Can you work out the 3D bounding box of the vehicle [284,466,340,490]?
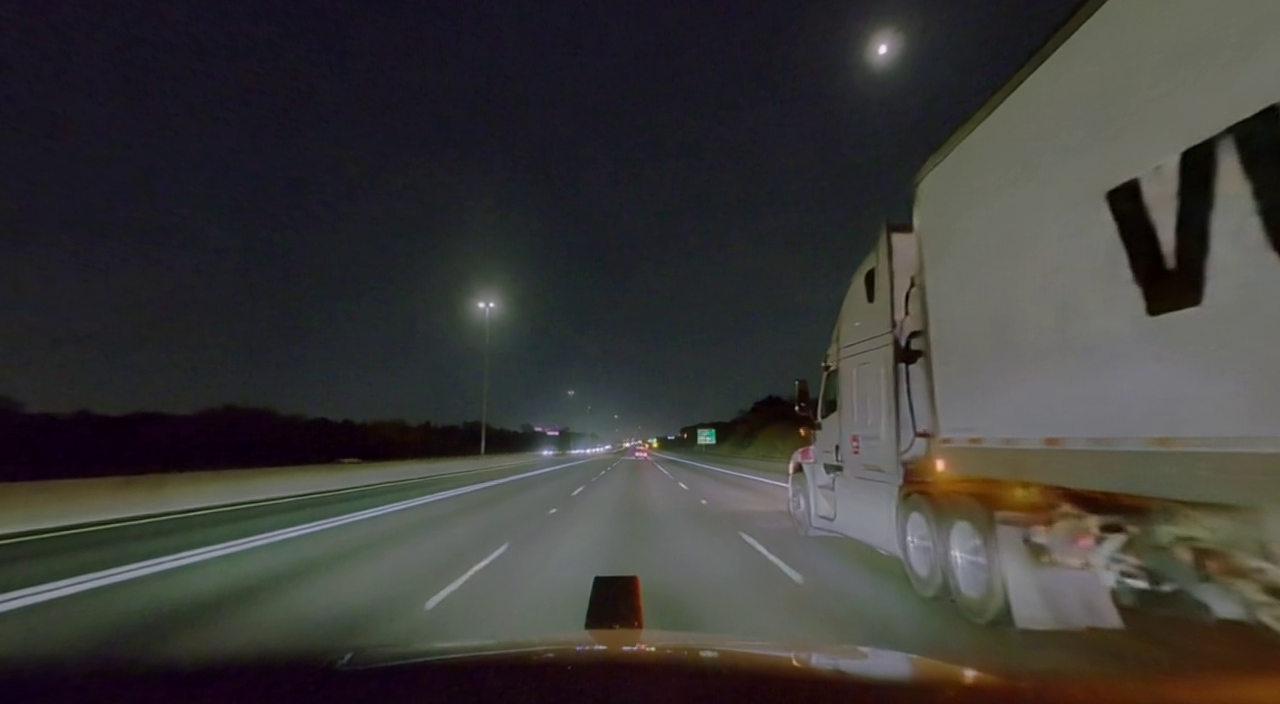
[{"bbox_3d":[-22.672,8.694,43.473,1.803,1.447,3.820,0,-9,1],"label":"vehicle"}]
